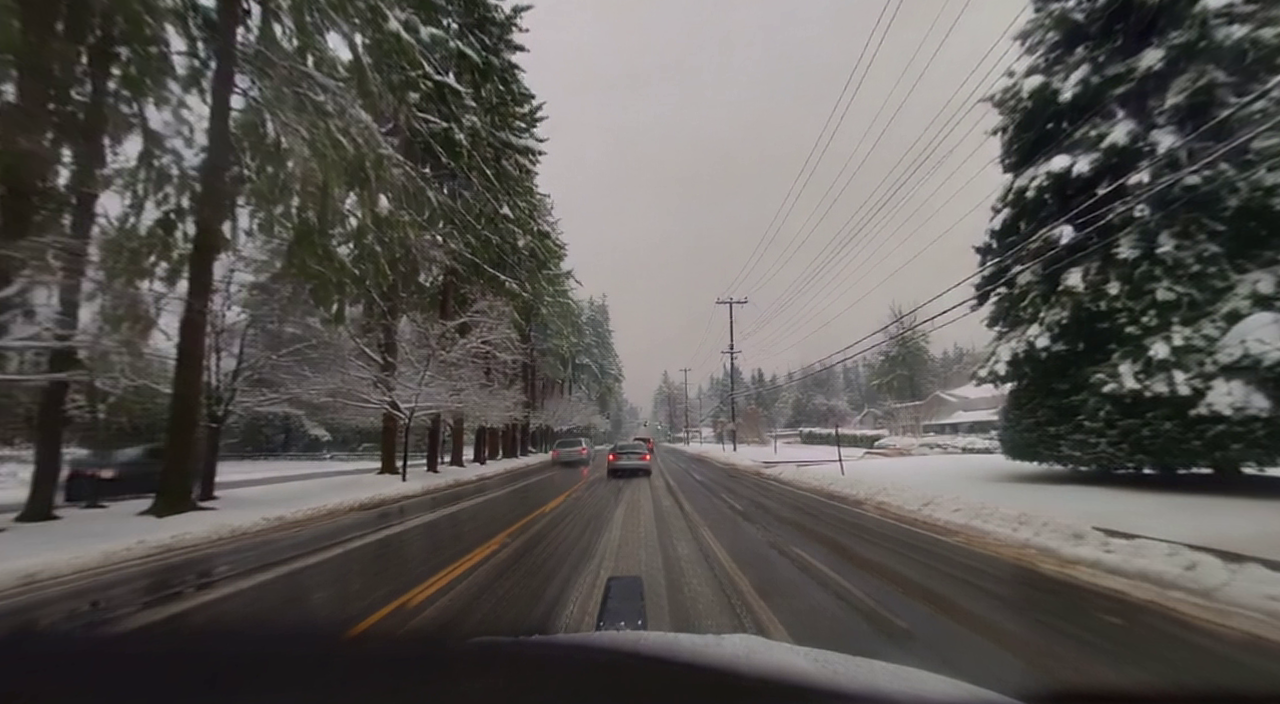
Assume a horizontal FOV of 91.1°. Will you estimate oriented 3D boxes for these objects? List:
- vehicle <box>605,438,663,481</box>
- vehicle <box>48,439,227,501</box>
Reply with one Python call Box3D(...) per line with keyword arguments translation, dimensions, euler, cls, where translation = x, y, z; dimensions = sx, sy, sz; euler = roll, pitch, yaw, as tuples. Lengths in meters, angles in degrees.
Box3D(translation=(-0.194, 3.982, 23.576), dimensions=(1.991, 1.463, 3.988), euler=(0, -8, 0), cls="vehicle")
Box3D(translation=(-16.141, 3.770, 20.555), dimensions=(2.061, 1.772, 4.501), euler=(0, -8, 1), cls="vehicle")
